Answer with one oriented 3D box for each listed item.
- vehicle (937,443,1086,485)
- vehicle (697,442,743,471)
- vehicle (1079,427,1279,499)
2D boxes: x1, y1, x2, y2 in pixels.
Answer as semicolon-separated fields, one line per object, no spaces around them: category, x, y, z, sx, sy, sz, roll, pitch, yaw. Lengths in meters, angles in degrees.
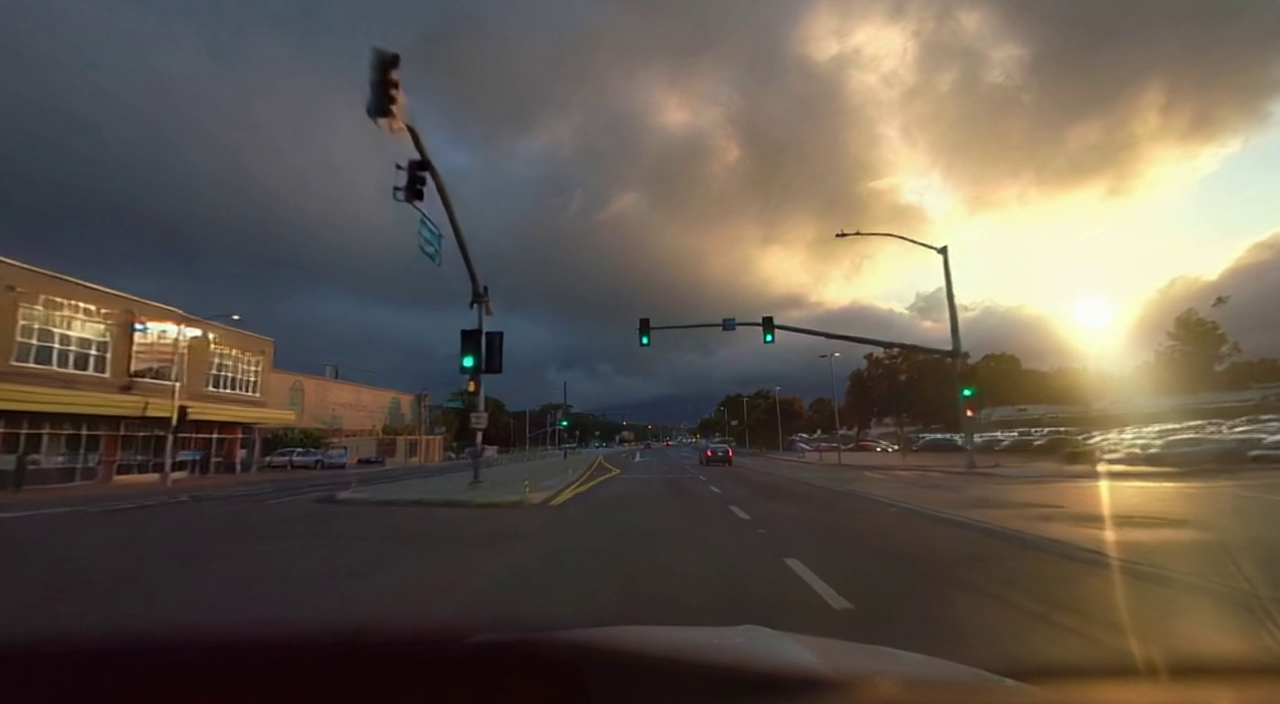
vehicle;13.989;4.180;23.882;4.581;1.434;1.893;-7;-11;36
vehicle;4.456;5.934;35.819;2.038;1.528;4.259;0;-9;0
vehicle;14.577;2.869;16.501;4.491;1.702;2.094;-2;-9;13
